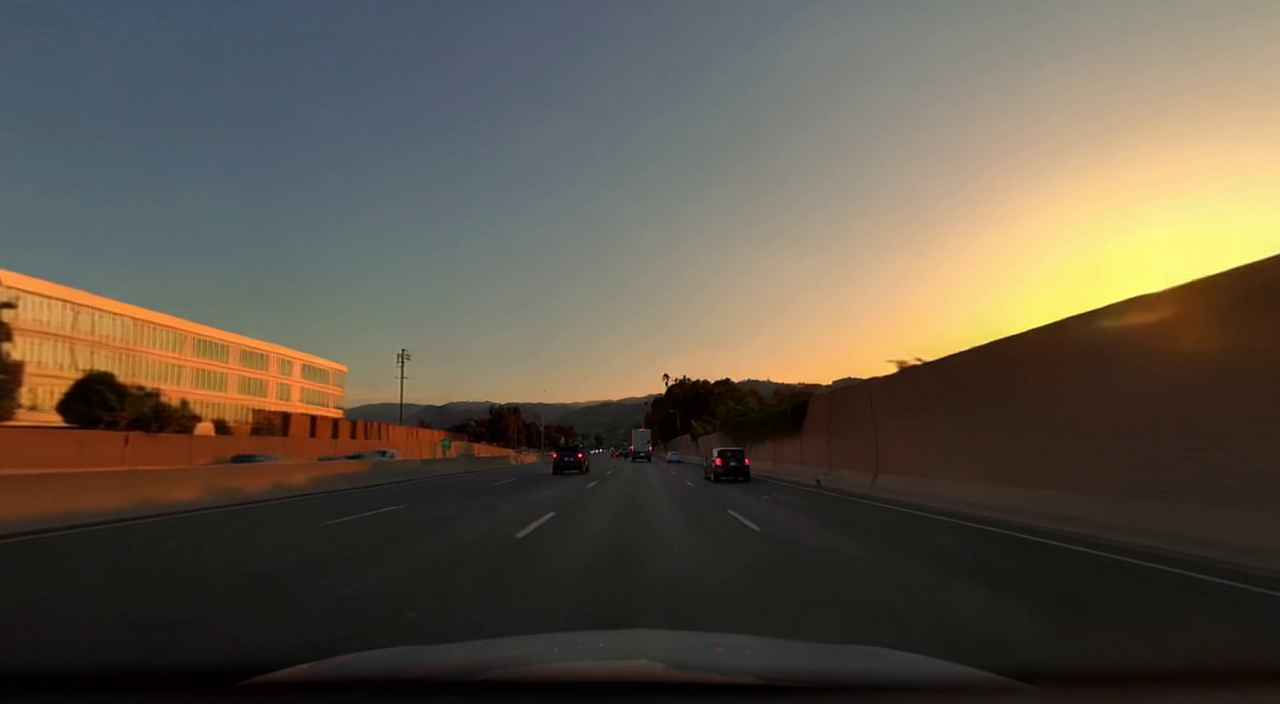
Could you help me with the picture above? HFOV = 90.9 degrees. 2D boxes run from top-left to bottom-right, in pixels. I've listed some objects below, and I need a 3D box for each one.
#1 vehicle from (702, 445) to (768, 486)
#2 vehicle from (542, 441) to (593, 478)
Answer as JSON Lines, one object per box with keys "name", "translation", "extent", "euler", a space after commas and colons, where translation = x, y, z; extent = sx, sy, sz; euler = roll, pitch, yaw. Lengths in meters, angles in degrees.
{"name": "vehicle", "translation": [3.838, 4.668, 26.267], "extent": [1.973, 1.536, 4.337], "euler": [0, -9, -2]}
{"name": "vehicle", "translation": [-3.724, 5.612, 33.086], "extent": [2.014, 1.811, 4.369], "euler": [0, -9, 2]}
